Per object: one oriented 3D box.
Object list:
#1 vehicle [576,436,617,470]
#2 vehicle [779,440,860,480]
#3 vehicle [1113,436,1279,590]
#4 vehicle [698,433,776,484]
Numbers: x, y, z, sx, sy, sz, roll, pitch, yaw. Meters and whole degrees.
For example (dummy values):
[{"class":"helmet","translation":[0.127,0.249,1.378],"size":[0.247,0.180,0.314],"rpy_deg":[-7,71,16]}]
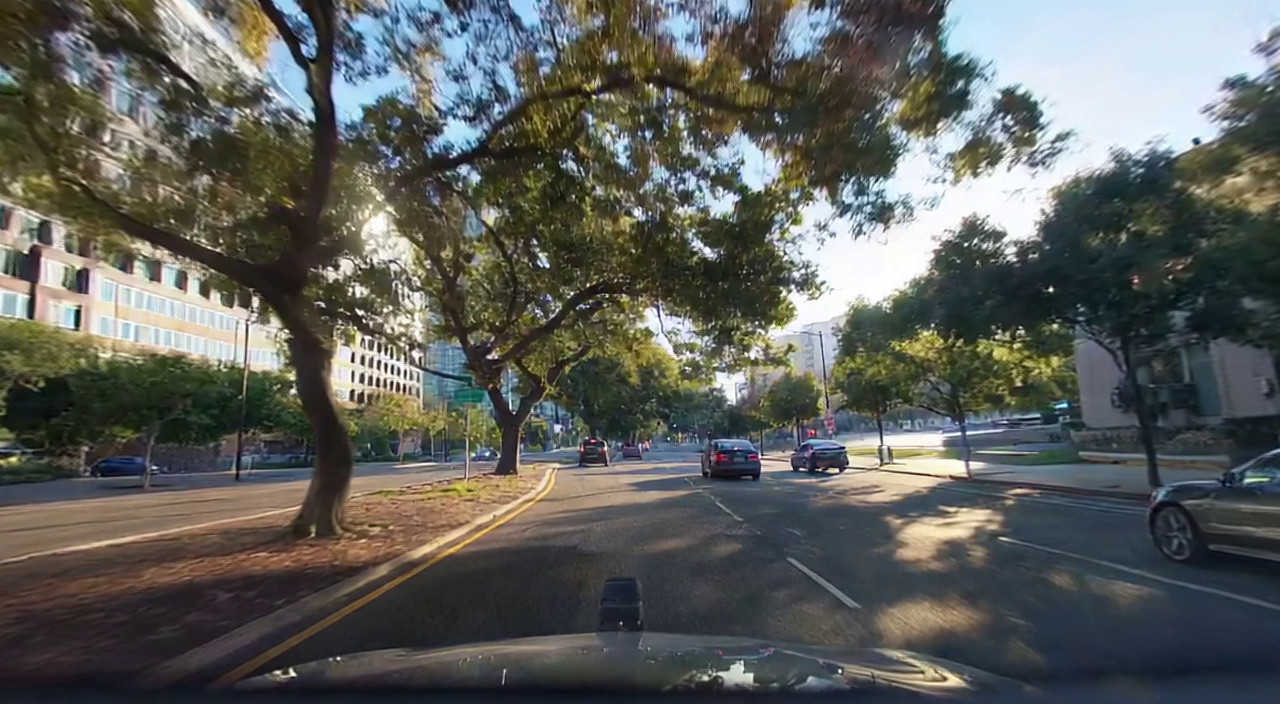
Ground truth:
[{"class":"vehicle","translation":[-2.426,5.629,35.391],"size":[2.155,1.797,3.989],"rpy_deg":[0,-9,-4]},{"class":"vehicle","translation":[7.386,4.461,26.464],"size":[1.944,1.503,4.723],"rpy_deg":[0,-8,-1]},{"class":"vehicle","translation":[6.972,1.494,5.813],"size":[1.830,1.443,4.351],"rpy_deg":[0,-8,-1]},{"class":"vehicle","translation":[3.632,4.078,24.511],"size":[2.152,1.742,4.704],"rpy_deg":[0,-8,-1]}]
